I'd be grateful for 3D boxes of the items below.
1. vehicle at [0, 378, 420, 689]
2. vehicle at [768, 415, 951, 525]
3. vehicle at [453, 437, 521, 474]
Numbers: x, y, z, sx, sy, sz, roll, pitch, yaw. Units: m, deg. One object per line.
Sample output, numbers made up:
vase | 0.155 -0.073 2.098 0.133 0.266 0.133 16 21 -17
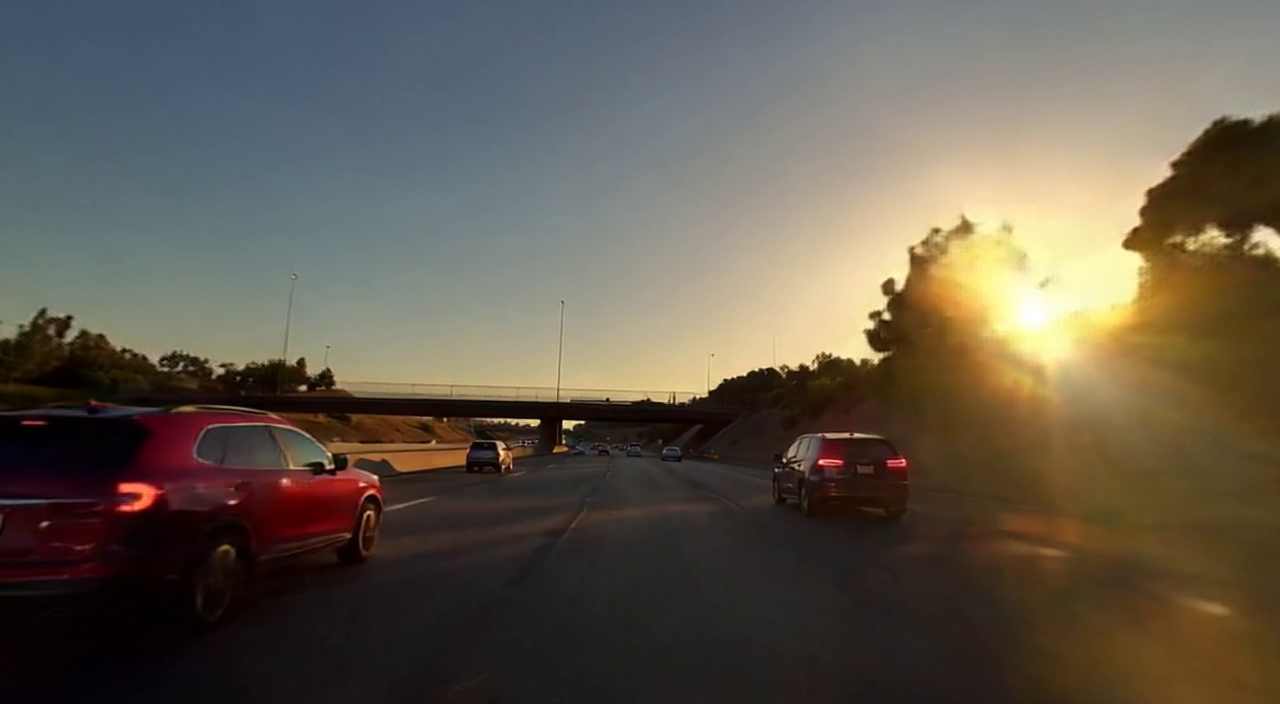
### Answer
vehicle | -4.011 1.360 5.870 2.214 1.743 4.465 -1 -9 1
vehicle | 4.258 2.385 13.250 2.153 1.860 4.689 0 -9 0
vehicle | -7.493 5.113 31.278 2.095 1.696 4.680 -1 -9 1
